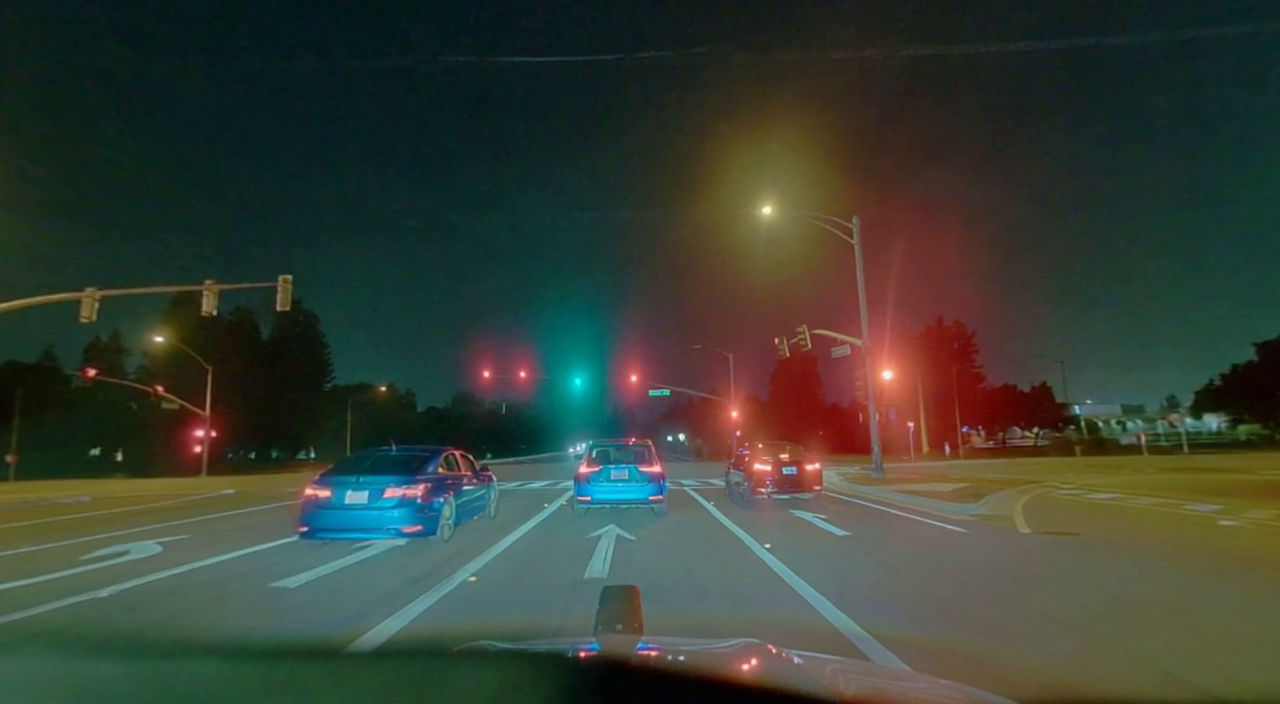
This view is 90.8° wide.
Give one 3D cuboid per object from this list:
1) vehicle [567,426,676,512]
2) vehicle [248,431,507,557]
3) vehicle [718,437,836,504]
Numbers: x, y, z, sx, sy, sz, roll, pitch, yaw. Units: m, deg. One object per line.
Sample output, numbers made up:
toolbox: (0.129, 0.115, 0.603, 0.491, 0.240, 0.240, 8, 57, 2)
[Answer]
vehicle: (-0.351, 2.490, 13.840, 2.038, 1.599, 3.844, 0, -8, 0)
vehicle: (-3.581, 2.018, 9.763, 2.052, 1.472, 4.479, 0, -8, 0)
vehicle: (3.280, 2.928, 16.123, 1.970, 1.449, 4.433, 0, -8, -1)
